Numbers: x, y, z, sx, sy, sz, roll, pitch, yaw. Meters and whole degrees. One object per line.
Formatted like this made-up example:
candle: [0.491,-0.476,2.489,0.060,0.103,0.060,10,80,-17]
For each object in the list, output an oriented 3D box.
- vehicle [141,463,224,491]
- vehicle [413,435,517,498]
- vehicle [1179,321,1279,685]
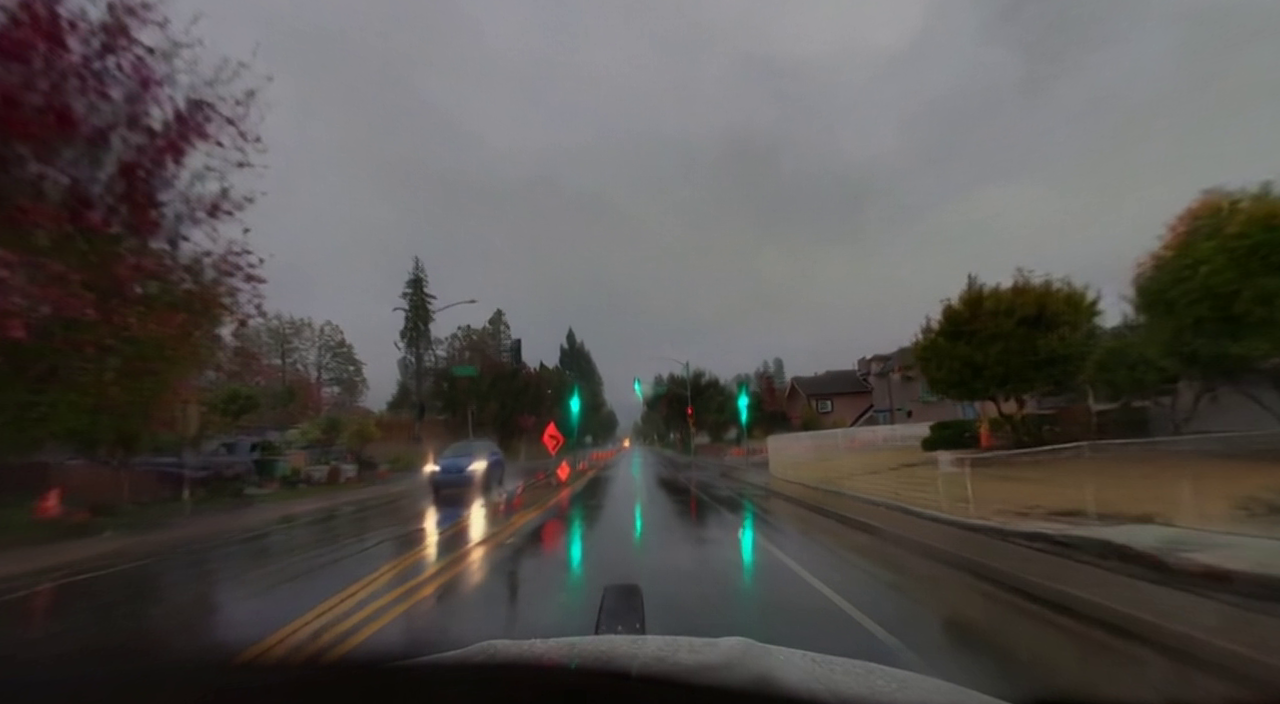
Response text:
vehicle: [-33.821,9.240,46.807,4.433,1.908,2.090,0,-8,-4]
vehicle: [-5.805,3.857,21.662,2.240,1.879,4.847,0,-9,-1]
vehicle: [4.680,0.520,1.322,2.404,2.054,5.588,-1,-9,4]
